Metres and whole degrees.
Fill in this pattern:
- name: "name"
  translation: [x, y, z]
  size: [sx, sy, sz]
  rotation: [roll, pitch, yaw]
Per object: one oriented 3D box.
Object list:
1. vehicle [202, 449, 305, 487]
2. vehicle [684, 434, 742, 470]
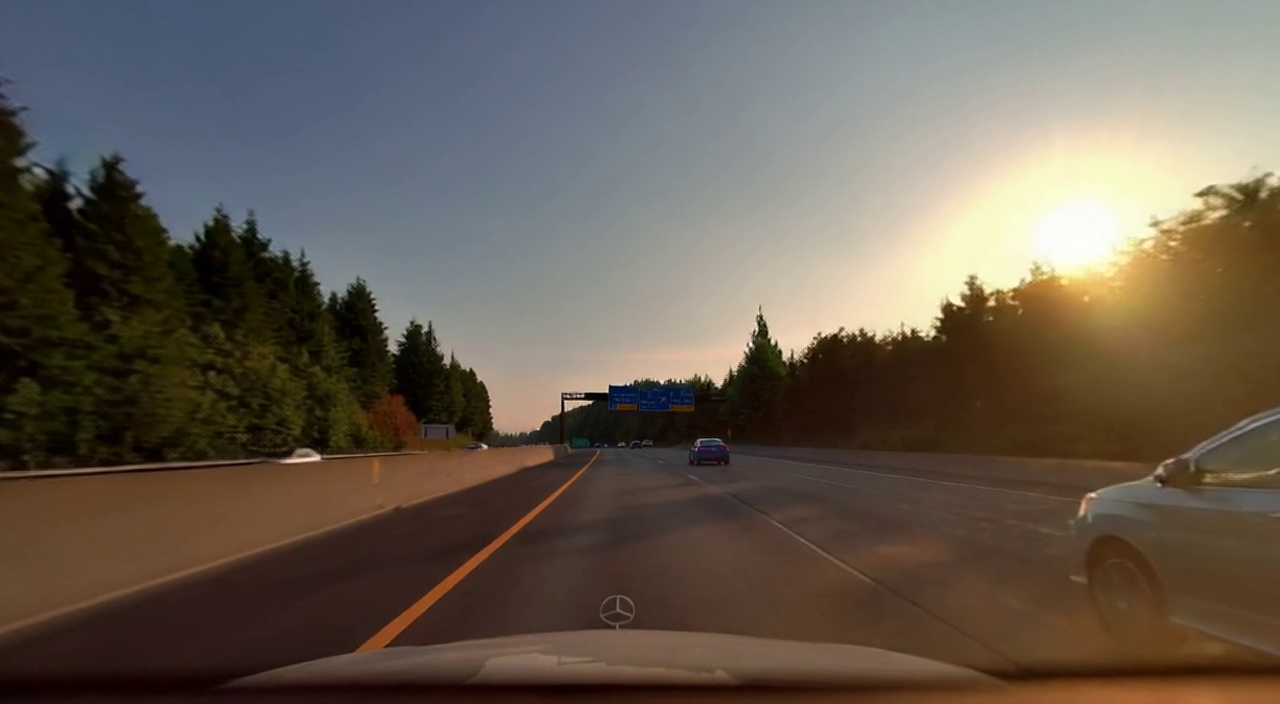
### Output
- name: "vehicle"
  translation: [-16.744, 5.009, 27.589]
  size: [1.812, 1.450, 4.373]
  rotation: [0, -8, -1]
- name: "vehicle"
  translation: [3.247, 4.564, 28.992]
  size: [1.958, 1.526, 4.227]
  rotation: [0, -8, -3]
